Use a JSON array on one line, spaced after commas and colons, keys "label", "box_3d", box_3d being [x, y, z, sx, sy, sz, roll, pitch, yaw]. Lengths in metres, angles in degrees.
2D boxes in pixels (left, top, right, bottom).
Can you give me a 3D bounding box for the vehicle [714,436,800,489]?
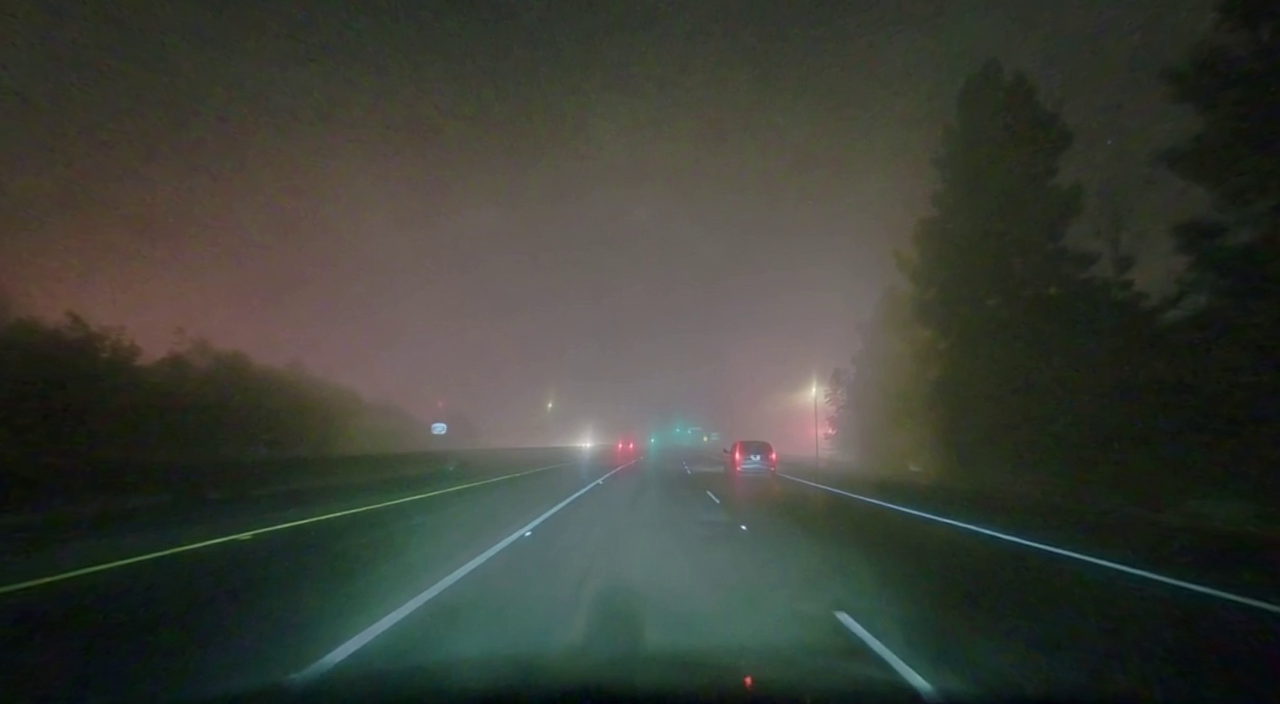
[{"label": "vehicle", "box_3d": [3.880, 3.773, 21.767, 2.085, 1.594, 4.848, 0, -9, 0]}]
